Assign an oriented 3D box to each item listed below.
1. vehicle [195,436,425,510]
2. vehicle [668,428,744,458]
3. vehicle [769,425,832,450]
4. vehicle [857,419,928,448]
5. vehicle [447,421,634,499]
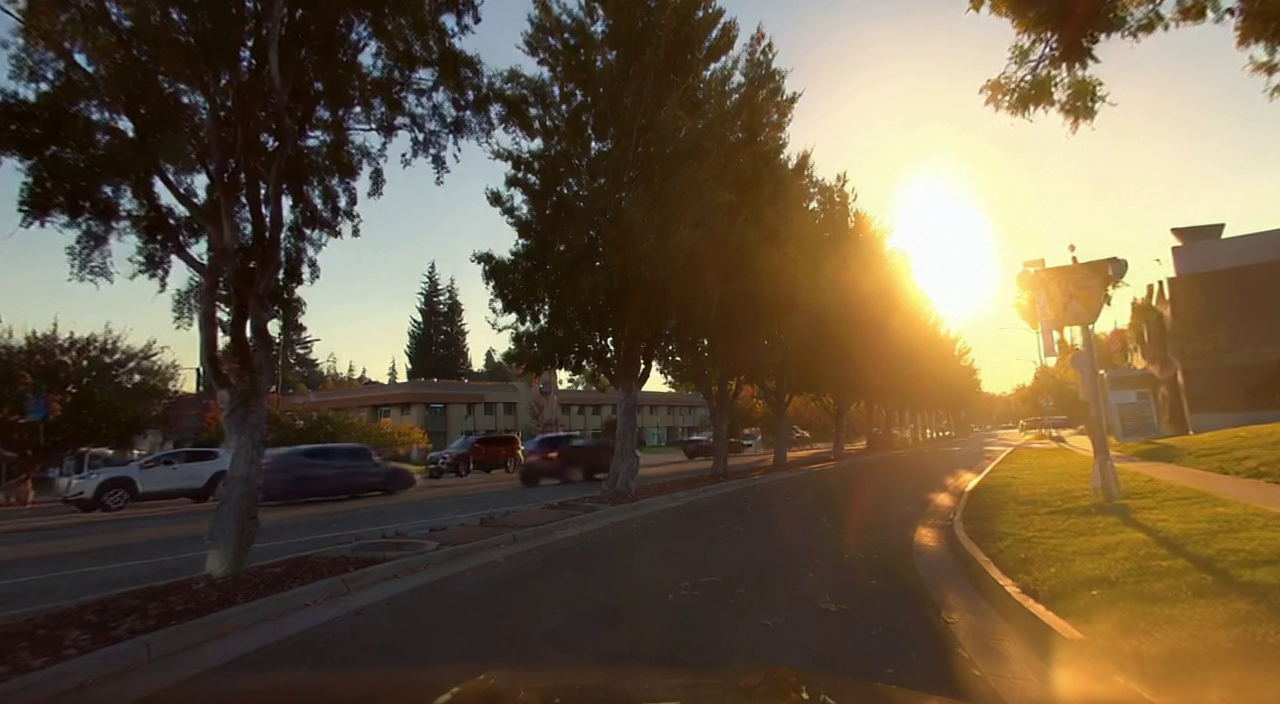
[{"bbox_3d":[-8.587,3.139,16.904,2.183,1.651,4.928,-8,-11,39],"label":"vehicle"},{"bbox_3d":[4.228,5.708,40.096,2.313,1.688,5.015,-6,-8,40],"label":"vehicle"},{"bbox_3d":[11.047,5.869,43.324,2.146,1.555,4.810,-9,-12,41],"label":"vehicle"},{"bbox_3d":[15.673,5.065,39.070,2.201,1.574,5.060,-11,-13,42],"label":"vehicle"},{"bbox_3d":[-2.674,2.986,18.157,1.954,1.639,5.229,-9,-8,39],"label":"vehicle"}]
